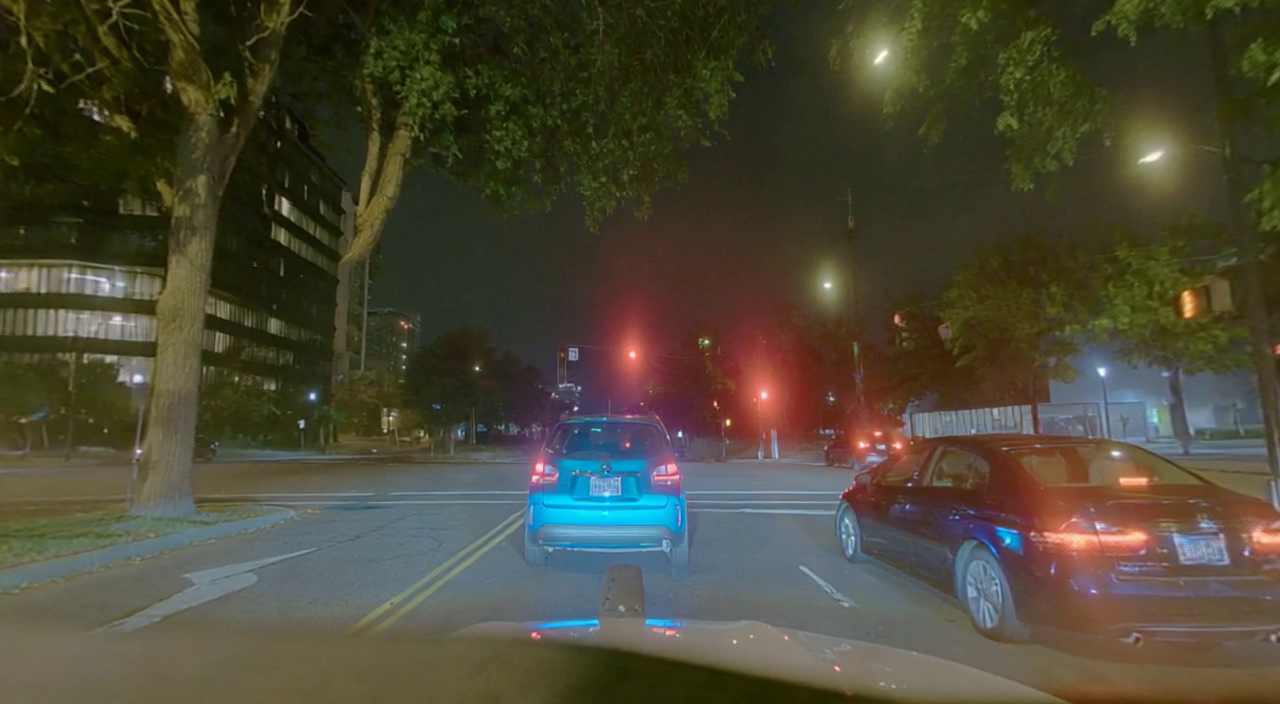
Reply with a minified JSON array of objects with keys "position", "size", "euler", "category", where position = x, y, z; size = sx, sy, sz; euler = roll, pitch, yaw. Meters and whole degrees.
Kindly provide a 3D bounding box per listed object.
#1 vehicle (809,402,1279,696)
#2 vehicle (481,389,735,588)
[{"position":[3.171,1.401,5.764],"size":[1.932,1.562,4.629],"euler":[0,-9,-1],"category":"vehicle"},{"position":[-0.344,1.528,7.808],"size":[2.247,1.760,4.231],"euler":[0,-9,-2],"category":"vehicle"}]
